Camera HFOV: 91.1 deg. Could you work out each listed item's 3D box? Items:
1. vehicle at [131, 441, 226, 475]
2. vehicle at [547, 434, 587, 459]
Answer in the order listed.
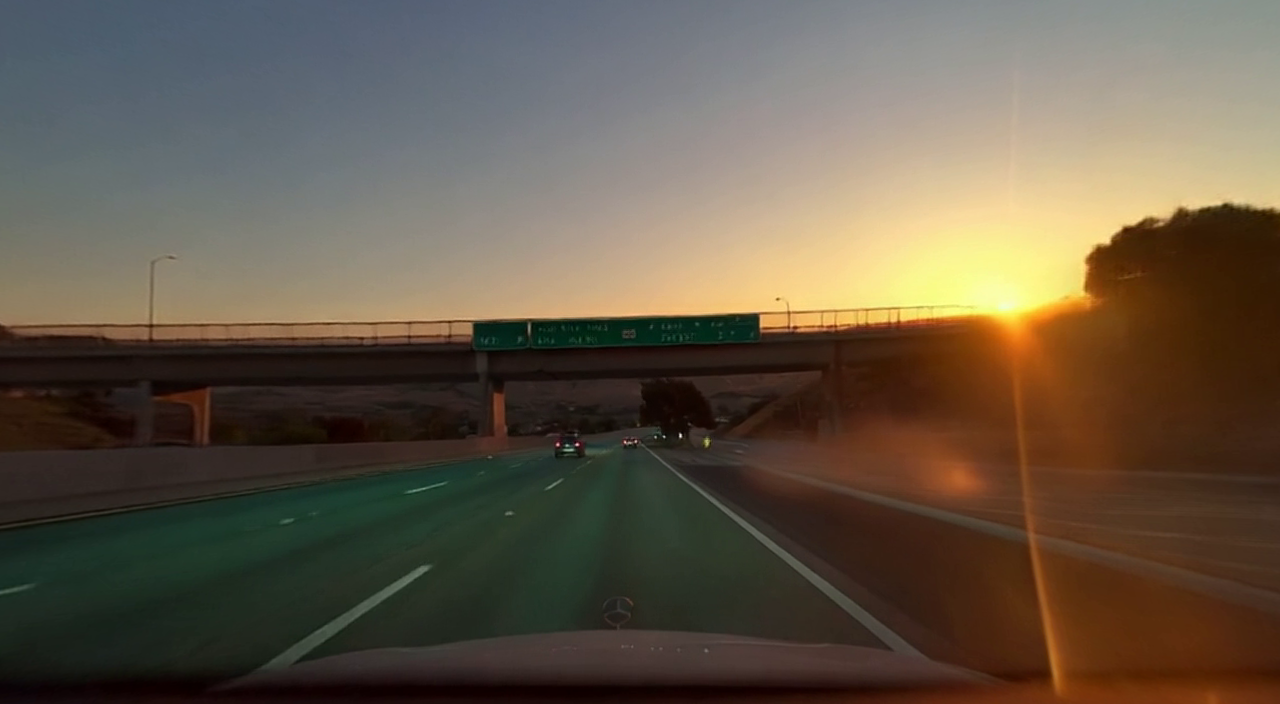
[{"bbox_3d":[-23.560,5.388,32.295,1.855,1.575,4.021,0,-8,-1],"label":"vehicle"},{"bbox_3d":[-4.909,6.416,42.777,2.129,1.588,4.980,0,-8,0],"label":"vehicle"}]
